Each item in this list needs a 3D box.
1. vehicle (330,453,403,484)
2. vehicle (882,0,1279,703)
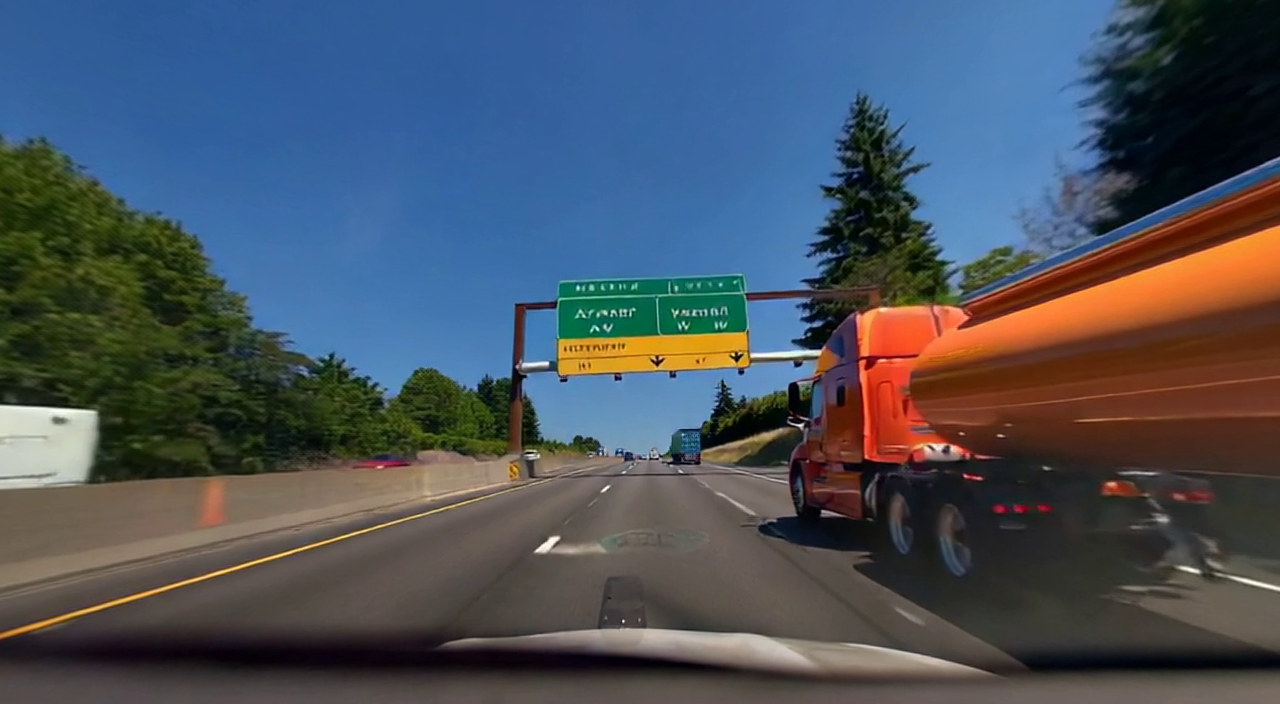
[{"bbox_3d":[-14.365,6.116,33.376,1.861,1.455,4.373,-1,-9,1],"label":"vehicle"},{"bbox_3d":[4.183,-0.194,1.816,2.707,3.474,10.512,0,-9,0],"label":"vehicle"}]
